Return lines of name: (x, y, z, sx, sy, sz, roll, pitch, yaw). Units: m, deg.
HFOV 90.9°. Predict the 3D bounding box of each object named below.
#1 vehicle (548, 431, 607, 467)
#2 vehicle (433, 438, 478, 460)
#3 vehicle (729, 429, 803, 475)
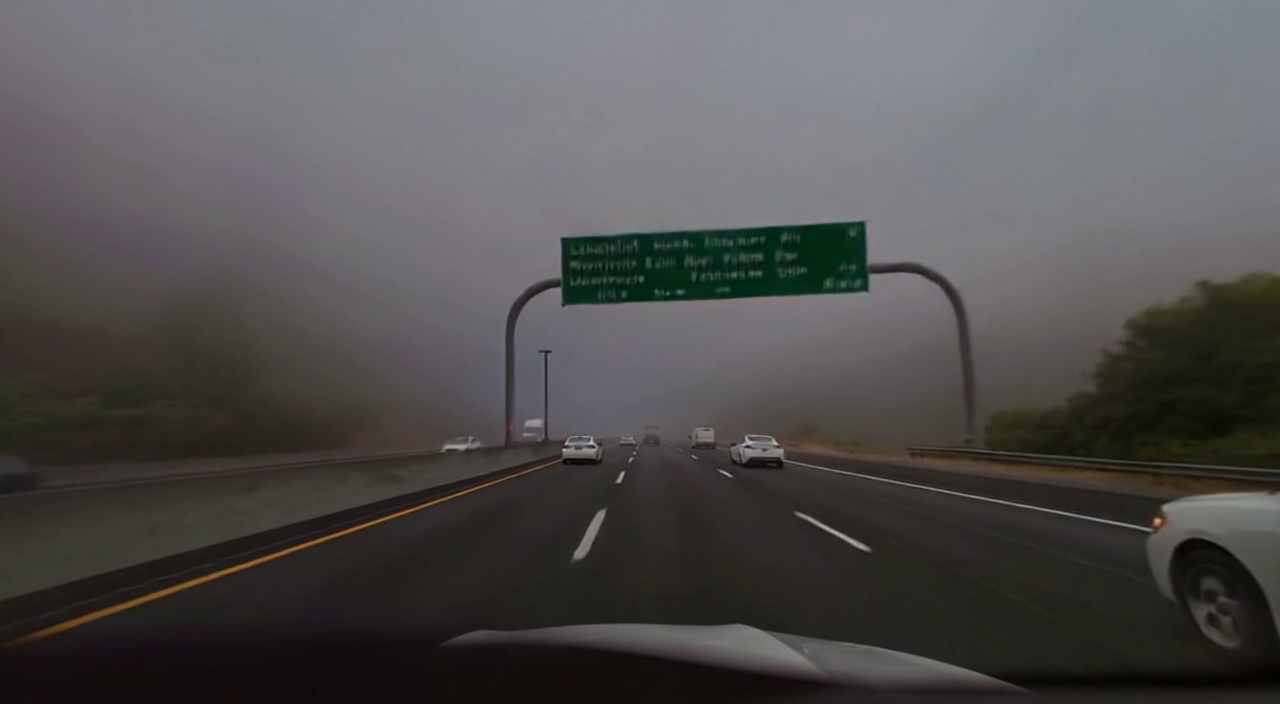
vehicle: (-2.734, 4.340, 28.561, 2.204, 1.486, 4.121, 0, -8, 1)
vehicle: (-13.971, 7.334, 47.976, 2.087, 1.553, 4.617, 0, -8, 0)
vehicle: (4.390, 3.518, 22.467, 1.806, 1.469, 3.681, 0, -8, -1)
